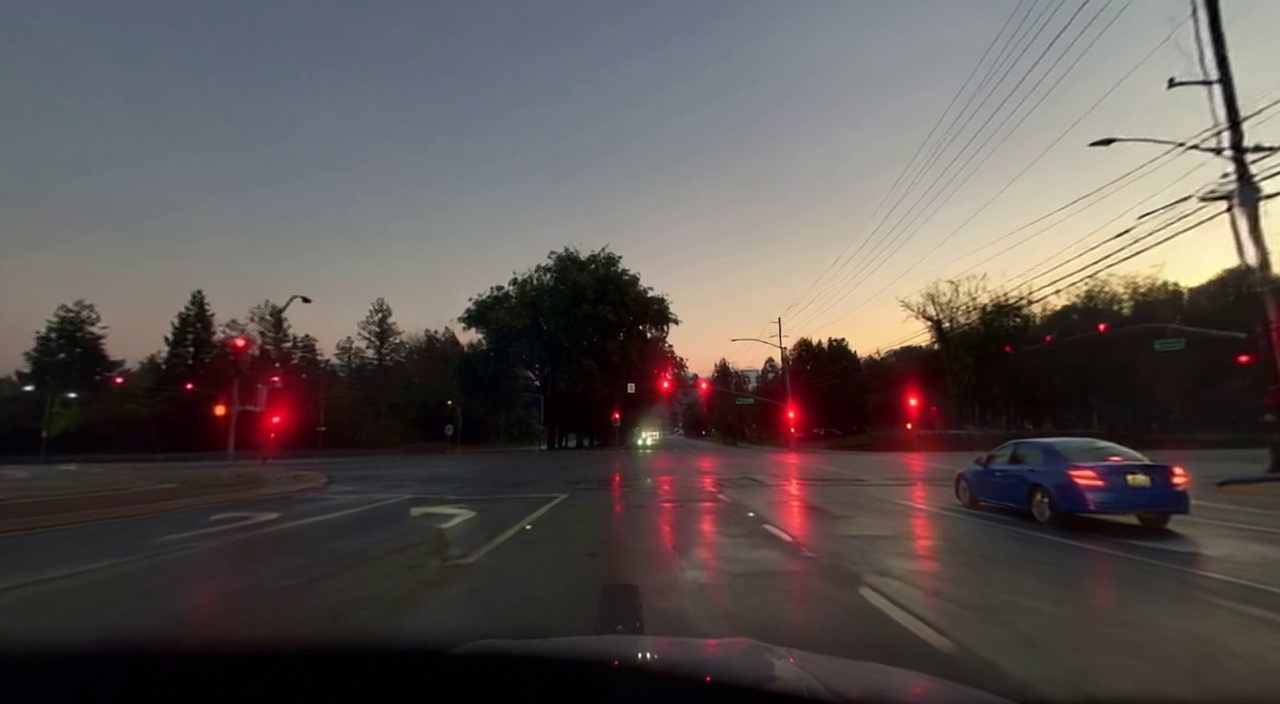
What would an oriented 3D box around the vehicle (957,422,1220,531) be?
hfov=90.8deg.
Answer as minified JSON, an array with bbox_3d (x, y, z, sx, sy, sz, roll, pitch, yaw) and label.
[{"bbox_3d":[7.398,2.072,10.972,1.797,1.544,3.685,0,-9,0],"label":"vehicle"}]
